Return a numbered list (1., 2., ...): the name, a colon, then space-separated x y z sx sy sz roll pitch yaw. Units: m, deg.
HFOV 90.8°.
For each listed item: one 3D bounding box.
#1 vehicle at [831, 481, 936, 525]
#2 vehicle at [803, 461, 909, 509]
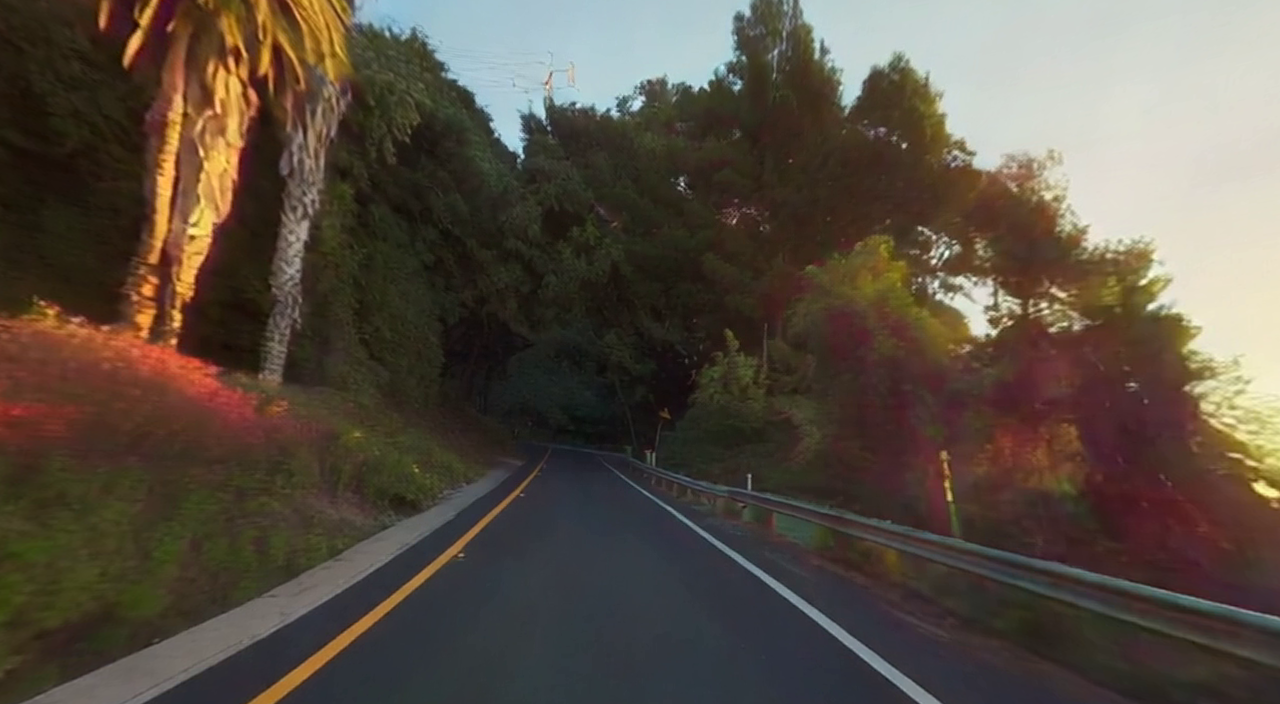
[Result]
1. vehicle: 10.522 6.536 27.532 3.934 1.414 1.895 4 -11 9
2. vehicle: 10.276 6.381 30.317 4.547 1.929 2.008 -5 -8 17
